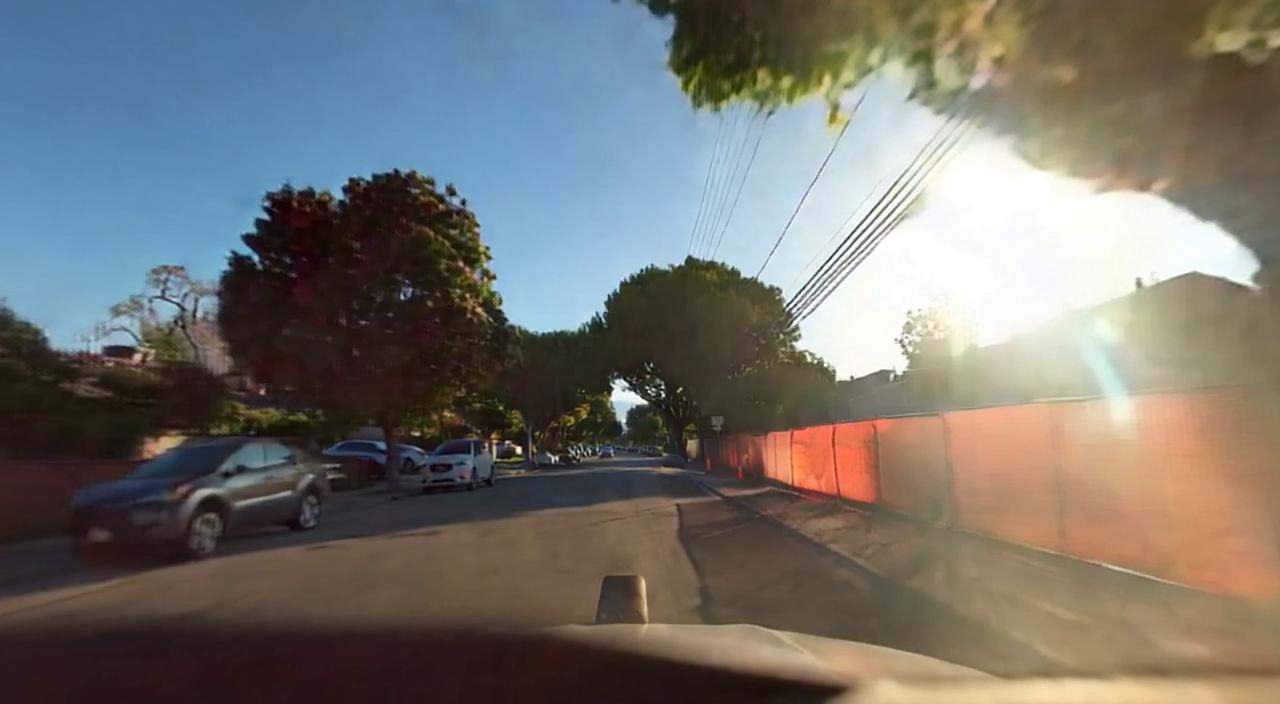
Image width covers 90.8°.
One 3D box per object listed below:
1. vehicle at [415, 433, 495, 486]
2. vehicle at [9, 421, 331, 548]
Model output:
[{"bbox_3d":[-6.837,4.029,23.780,1.932,1.743,4.079,-1,-10,-2],"label":"vehicle"},{"bbox_3d":[-7.684,2.198,11.154,2.019,1.723,4.650,0,-9,1],"label":"vehicle"}]
